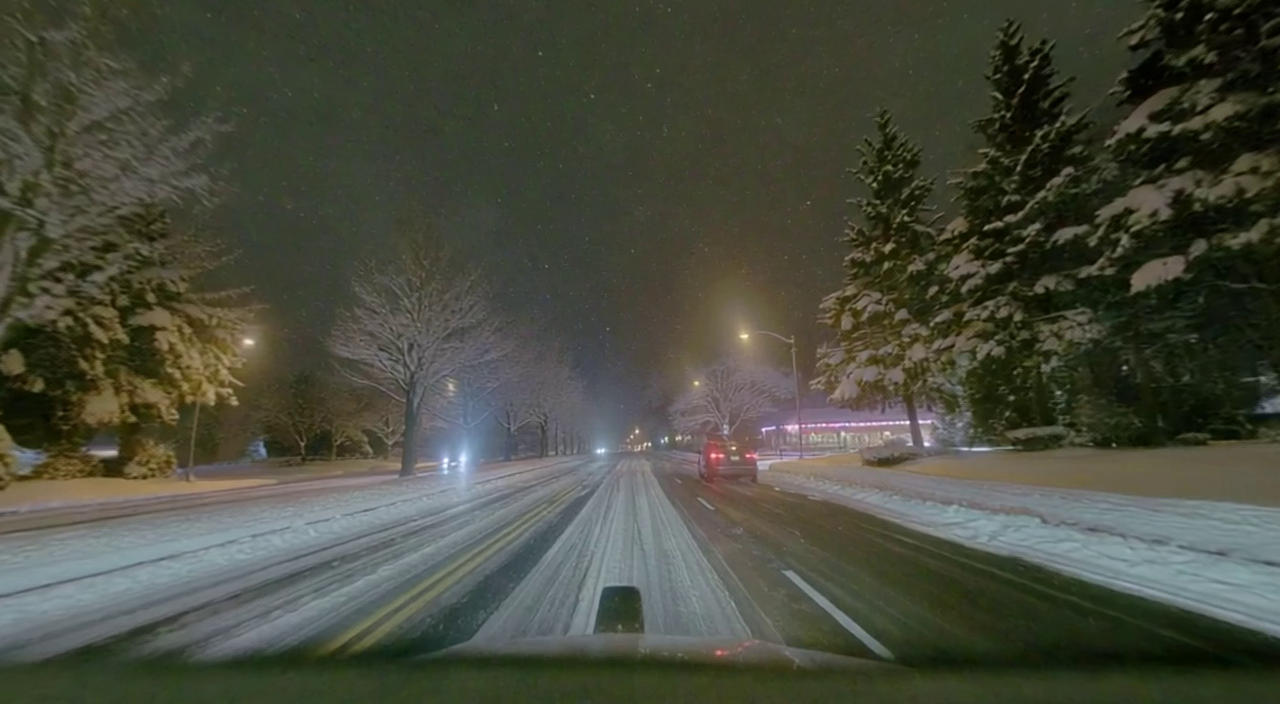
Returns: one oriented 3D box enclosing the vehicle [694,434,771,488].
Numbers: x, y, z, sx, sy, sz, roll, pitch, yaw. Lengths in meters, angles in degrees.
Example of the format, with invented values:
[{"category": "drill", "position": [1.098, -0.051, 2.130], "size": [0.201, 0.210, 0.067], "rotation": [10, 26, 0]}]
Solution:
[{"category": "vehicle", "position": [3.230, 3.900, 22.876], "size": [2.083, 1.743, 4.354], "rotation": [0, -8, -1]}]
